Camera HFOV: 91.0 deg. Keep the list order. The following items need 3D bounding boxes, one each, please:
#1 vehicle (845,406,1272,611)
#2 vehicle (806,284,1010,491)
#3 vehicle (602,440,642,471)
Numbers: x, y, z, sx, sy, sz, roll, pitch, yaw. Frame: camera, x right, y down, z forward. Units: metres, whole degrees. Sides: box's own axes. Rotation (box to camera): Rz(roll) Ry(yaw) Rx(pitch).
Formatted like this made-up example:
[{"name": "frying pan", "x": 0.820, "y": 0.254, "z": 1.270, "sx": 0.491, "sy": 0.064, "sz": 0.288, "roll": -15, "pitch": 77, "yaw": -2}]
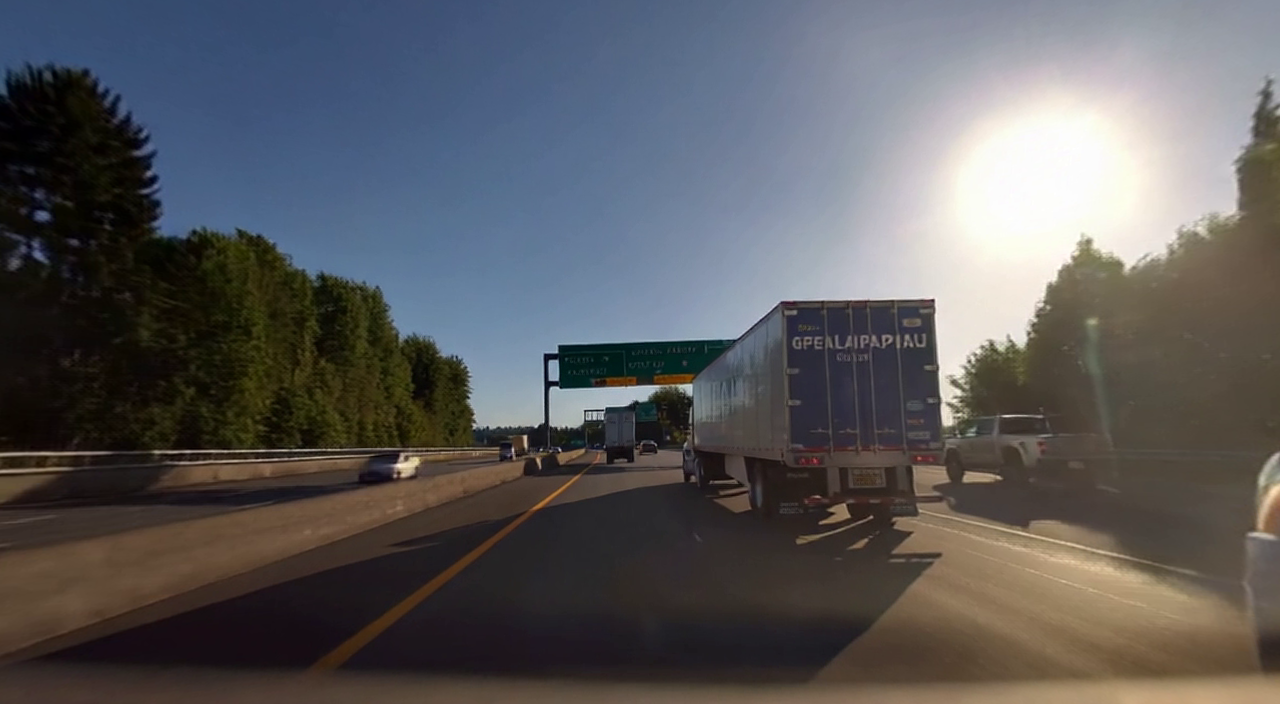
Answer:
[{"name": "vehicle", "x": 4.543, "y": 1.449, "z": 6.786, "sx": 4.253, "sy": 1.543, "sz": 2.045, "roll": 4, "pitch": -9, "yaw": -30}, {"name": "vehicle", "x": 4.201, "y": 0.625, "z": 10.323, "sx": 2.244, "sy": 3.047, "sz": 2.035, "roll": 0, "pitch": -8, "yaw": -2}, {"name": "vehicle", "x": -0.943, "y": 5.309, "z": 32.459, "sx": 1.943, "sy": 1.491, "sz": 3.459, "roll": 0, "pitch": -8, "yaw": -2}]
